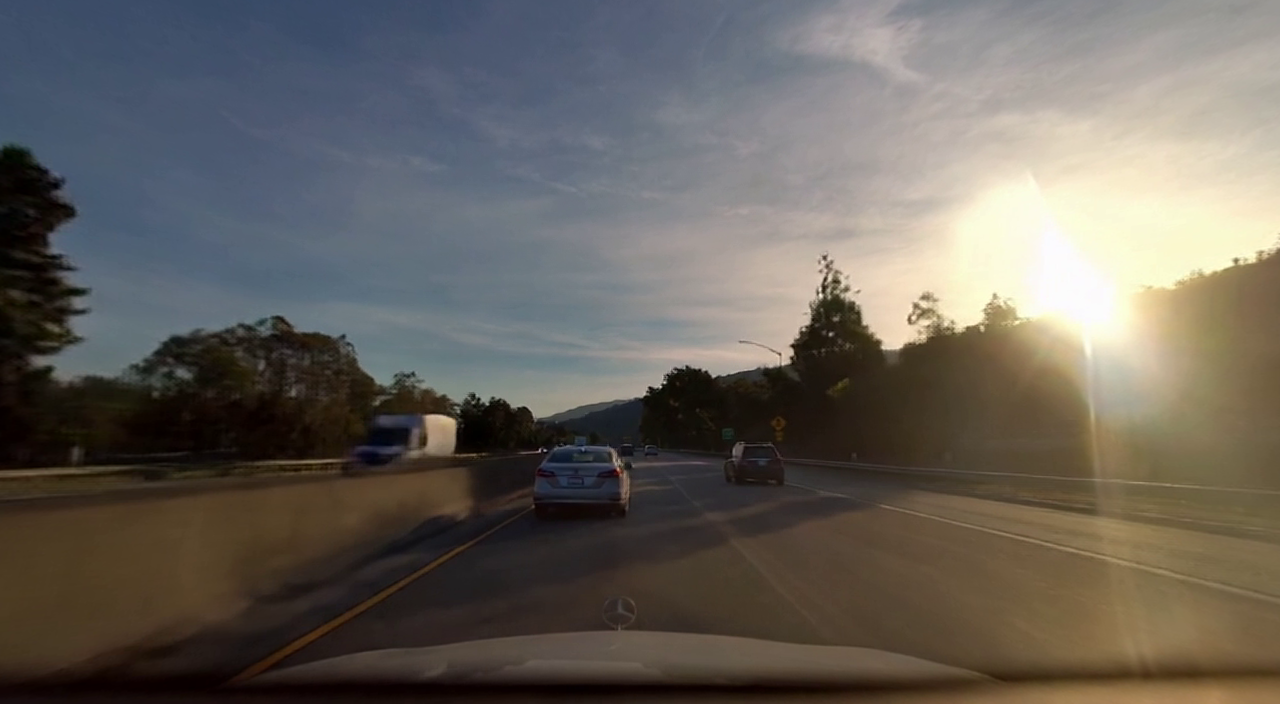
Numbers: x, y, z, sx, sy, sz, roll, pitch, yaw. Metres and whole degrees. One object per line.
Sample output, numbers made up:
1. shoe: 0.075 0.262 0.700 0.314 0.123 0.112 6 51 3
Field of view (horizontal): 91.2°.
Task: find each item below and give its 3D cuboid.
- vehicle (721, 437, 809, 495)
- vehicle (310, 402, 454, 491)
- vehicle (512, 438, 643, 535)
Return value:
1. vehicle: 3.705 3.456 19.295 1.910 1.554 3.718 0 -9 0
2. vehicle: -9.436 3.610 23.915 2.559 2.857 6.693 0 -9 1
3. vehicle: -0.965 2.416 11.890 2.013 1.479 4.169 0 -9 0
